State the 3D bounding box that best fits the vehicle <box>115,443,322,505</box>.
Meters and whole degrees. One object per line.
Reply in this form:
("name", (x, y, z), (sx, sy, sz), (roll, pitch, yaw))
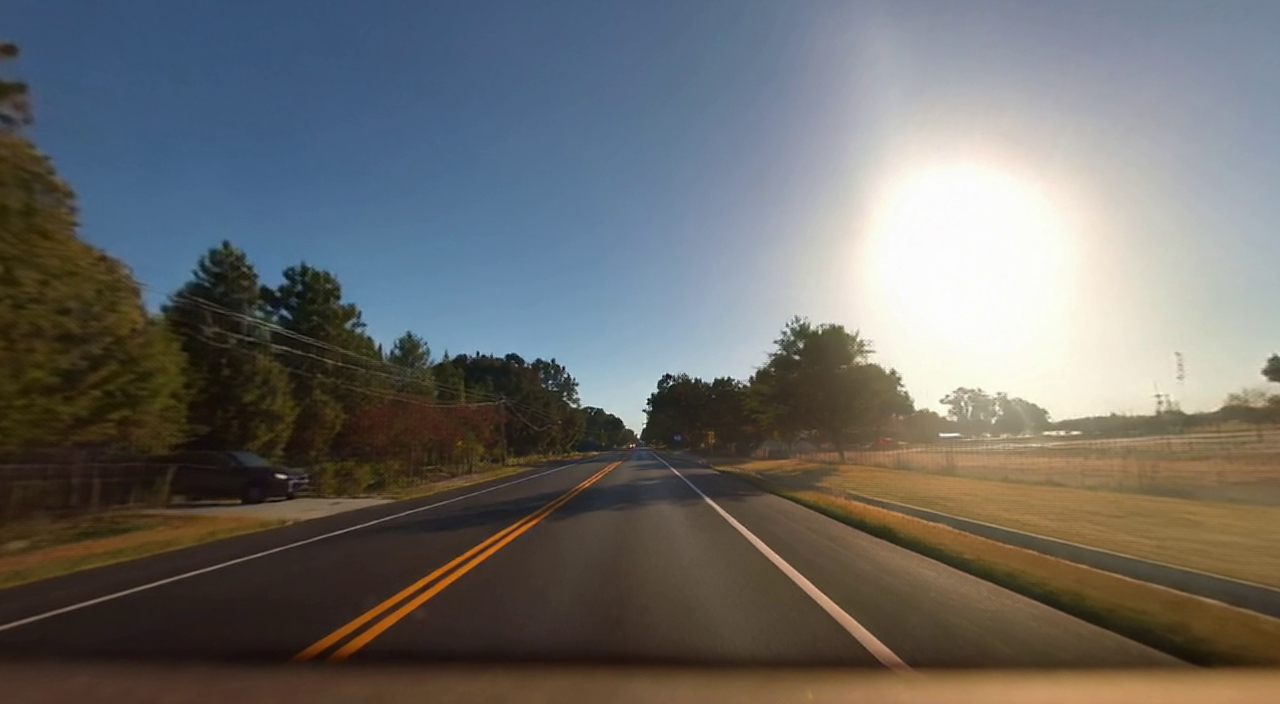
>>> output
("vehicle", (-12.781, 3.700, 19.409), (4.813, 1.763, 2.048), (0, -8, -2))
